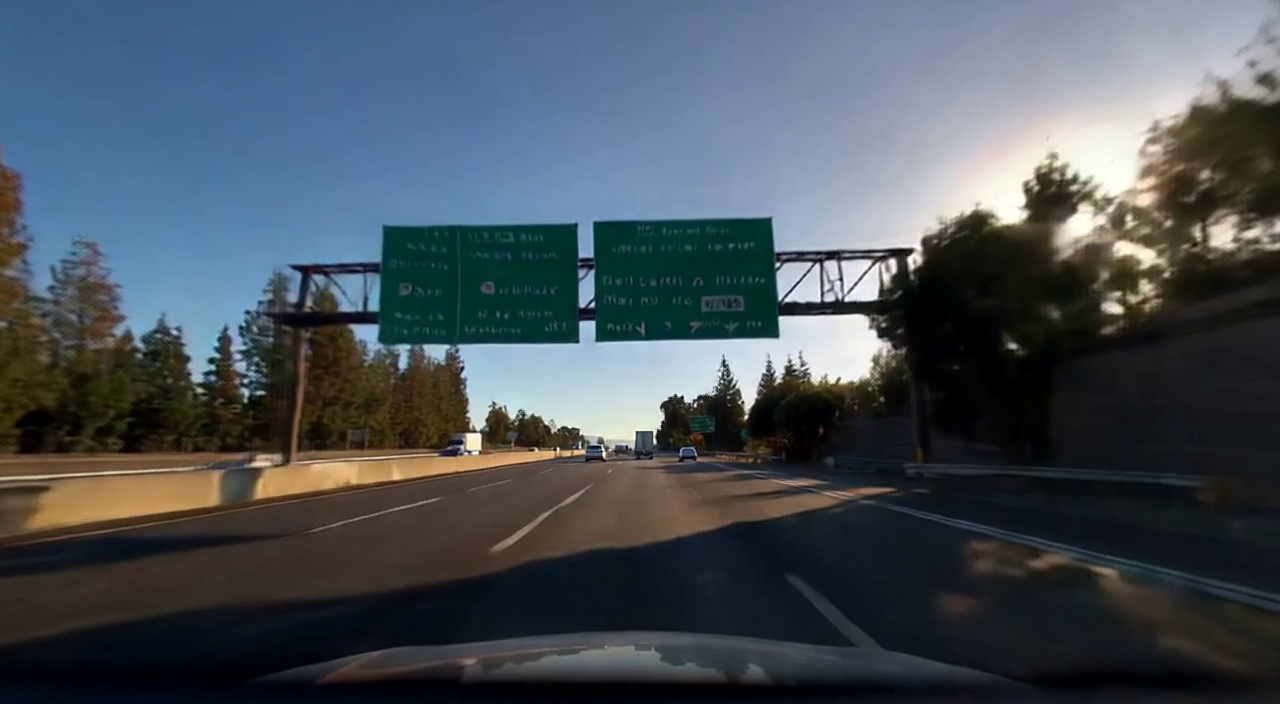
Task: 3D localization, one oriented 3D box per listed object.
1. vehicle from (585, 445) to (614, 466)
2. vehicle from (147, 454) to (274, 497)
[{"bbox_3d":[-3.174,8.114,49.492,1.996,1.521,3.912,0,-8,0],"label":"vehicle"},{"bbox_3d":[-15.794,4.530,23.431,2.145,1.385,3.598,0,-8,1],"label":"vehicle"}]
